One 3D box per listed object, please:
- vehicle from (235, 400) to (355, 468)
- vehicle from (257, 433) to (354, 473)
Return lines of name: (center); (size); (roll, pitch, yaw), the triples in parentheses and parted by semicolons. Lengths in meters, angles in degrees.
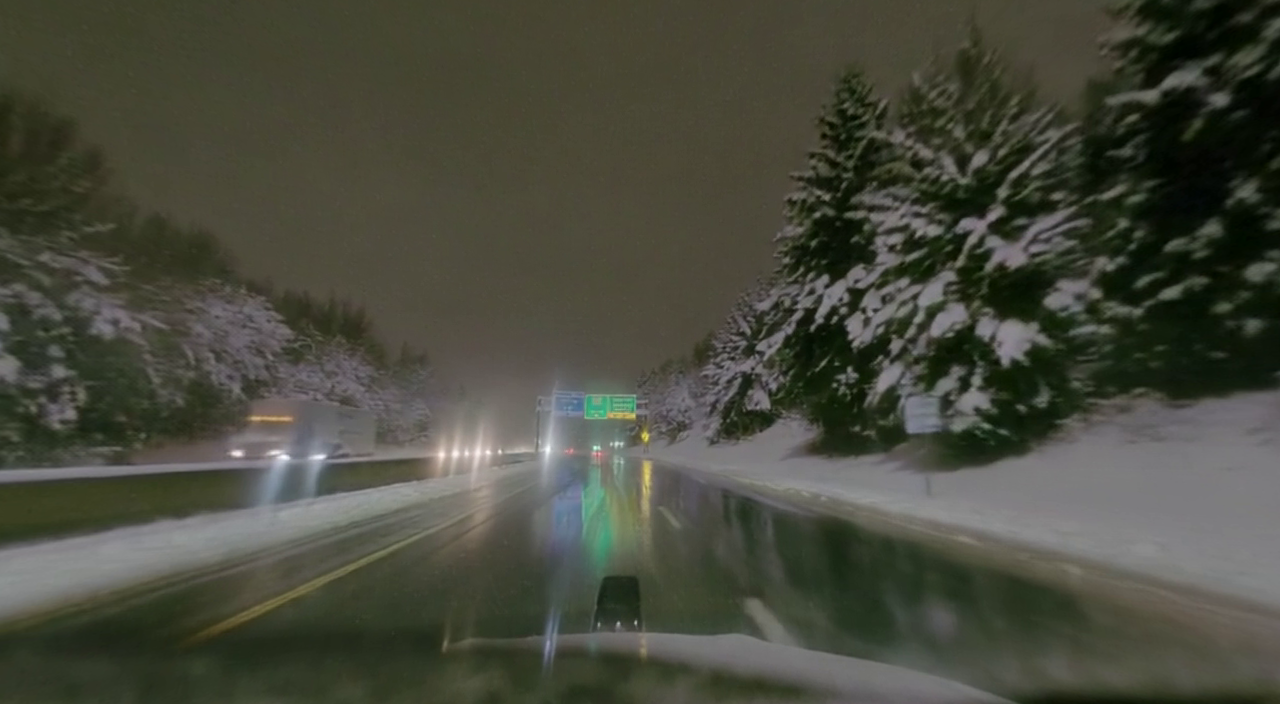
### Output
vehicle: (-19.511, 4.784, 36.187); (2.753, 3.469, 7.747); (0, -9, -3)
vehicle: (-14.492, 4.403, 27.438); (1.939, 1.554, 4.335); (0, -9, -2)
